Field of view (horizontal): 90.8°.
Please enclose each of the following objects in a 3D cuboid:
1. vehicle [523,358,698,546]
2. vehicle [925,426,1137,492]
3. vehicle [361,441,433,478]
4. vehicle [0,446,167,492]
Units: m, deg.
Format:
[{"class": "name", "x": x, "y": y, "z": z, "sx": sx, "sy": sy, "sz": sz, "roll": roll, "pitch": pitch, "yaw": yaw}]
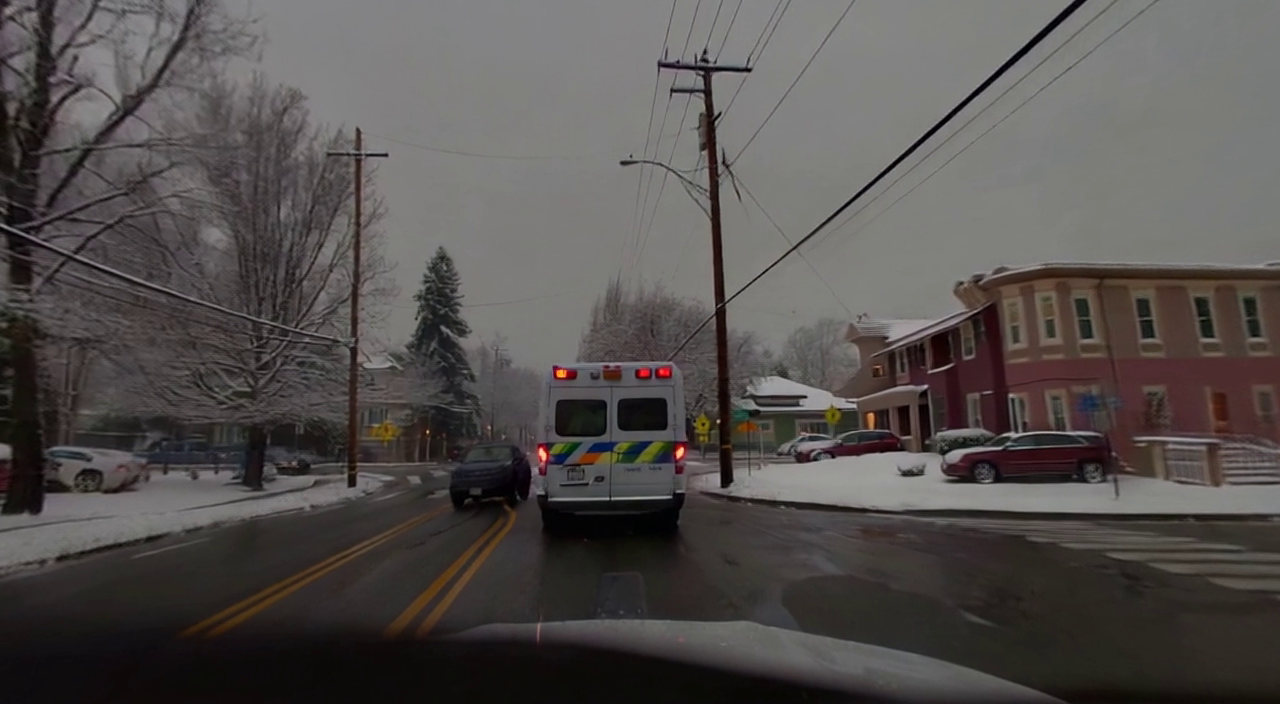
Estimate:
[{"class": "vehicle", "x": -0.411, "y": 1.804, "z": 11.753, "sx": 2.444, "sy": 2.640, "sz": 5.482, "roll": 0, "pitch": -8, "yaw": 0}, {"class": "vehicle", "x": 12.520, "y": 3.491, "z": 20.700, "sx": 5.270, "sy": 1.966, "sz": 2.329, "roll": -2, "pitch": -8, "yaw": 10}, {"class": "vehicle", "x": -13.037, "y": 5.667, "z": 33.732, "sx": 2.290, "sy": 1.776, "sz": 4.947, "roll": 6, "pitch": -10, "yaw": -36}, {"class": "vehicle", "x": -19.437, "y": 4.004, "z": 21.904, "sx": 4.412, "sy": 1.468, "sz": 1.914, "roll": 0, "pitch": -8, "yaw": -3}]
